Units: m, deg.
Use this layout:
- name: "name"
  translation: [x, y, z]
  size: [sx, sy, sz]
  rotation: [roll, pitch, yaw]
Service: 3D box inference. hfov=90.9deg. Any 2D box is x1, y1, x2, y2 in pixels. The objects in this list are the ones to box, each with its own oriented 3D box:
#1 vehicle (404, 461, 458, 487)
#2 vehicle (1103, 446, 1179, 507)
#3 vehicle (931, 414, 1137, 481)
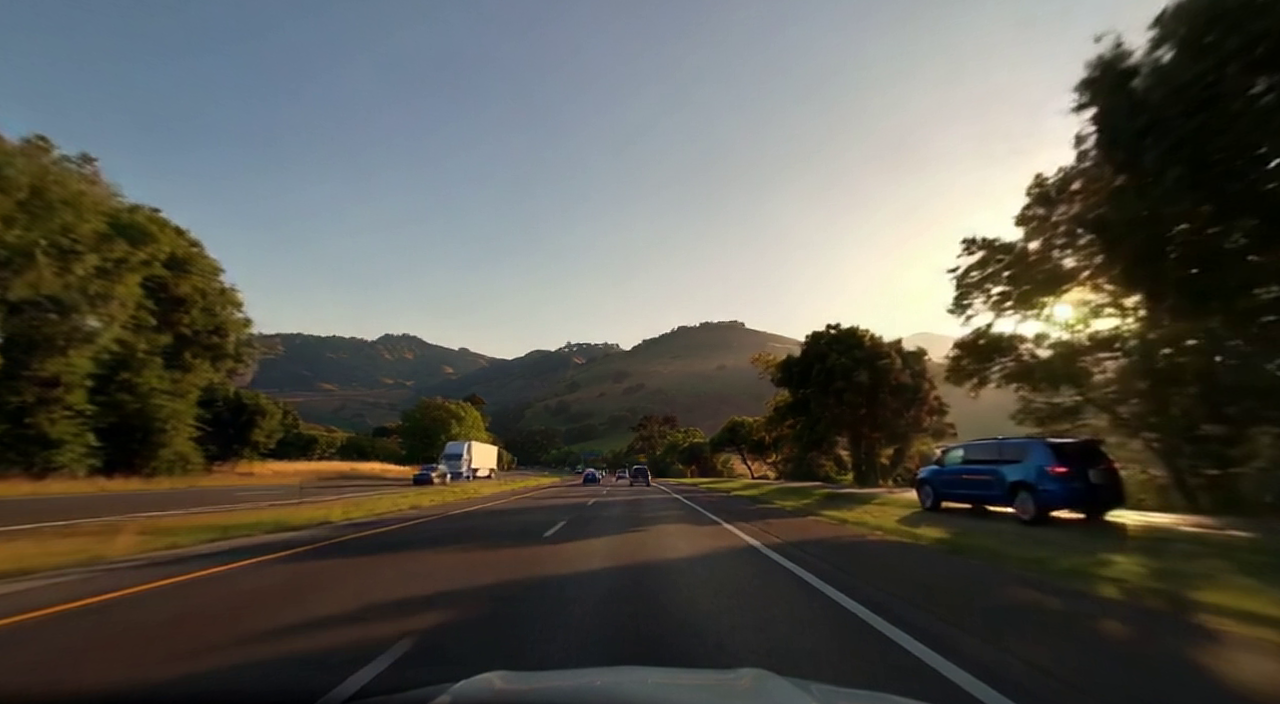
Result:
- name: "vehicle"
  translation: [-13.234, 7.770, 40.194]
  size: [2.021, 1.485, 4.198]
  rotation: [0, -11, 0]
- name: "vehicle"
  translation: [38.963, 9.580, 48.755]
  size: [3.136, 4.077, 11.687]
  rotation: [-9, -14, 42]
- name: "vehicle"
  translation: [22.229, 5.887, 37.432]
  size: [2.846, 3.184, 14.350]
  rotation: [1, -10, -1]
